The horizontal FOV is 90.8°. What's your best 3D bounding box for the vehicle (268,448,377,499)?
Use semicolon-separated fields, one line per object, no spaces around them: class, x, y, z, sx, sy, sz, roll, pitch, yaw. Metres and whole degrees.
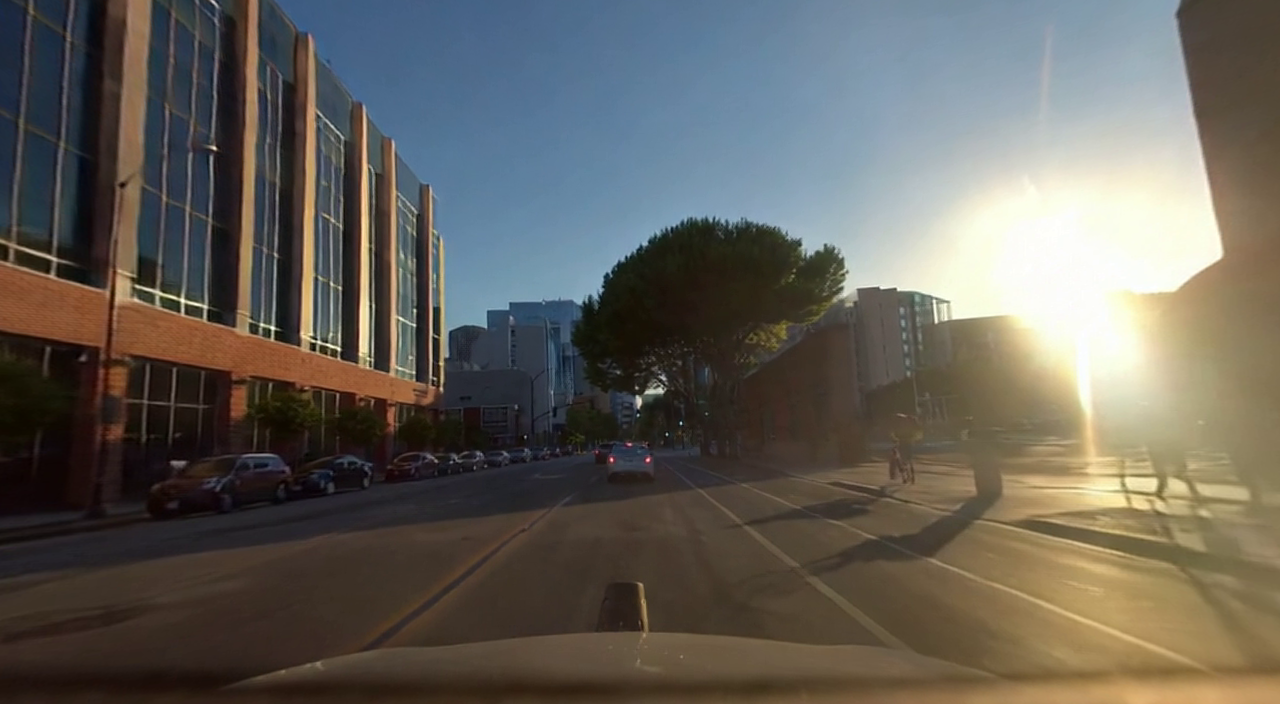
vehicle;-11.847;4.523;23.975;1.881;1.686;4.451;0;-8;-1

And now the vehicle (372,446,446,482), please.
vehicle;-11.915;5.785;32.979;2.077;1.732;4.704;0;-8;1

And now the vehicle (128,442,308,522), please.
vehicle;-11.950;3.648;18.389;2.114;1.938;4.590;-1;-8;-1

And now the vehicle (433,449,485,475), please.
vehicle;-11.675;7.095;41.125;1.991;1.507;4.879;0;-8;0

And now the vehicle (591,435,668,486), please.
vehicle;-0.296;3.473;20.510;2.269;1.479;3.980;0;-8;0
